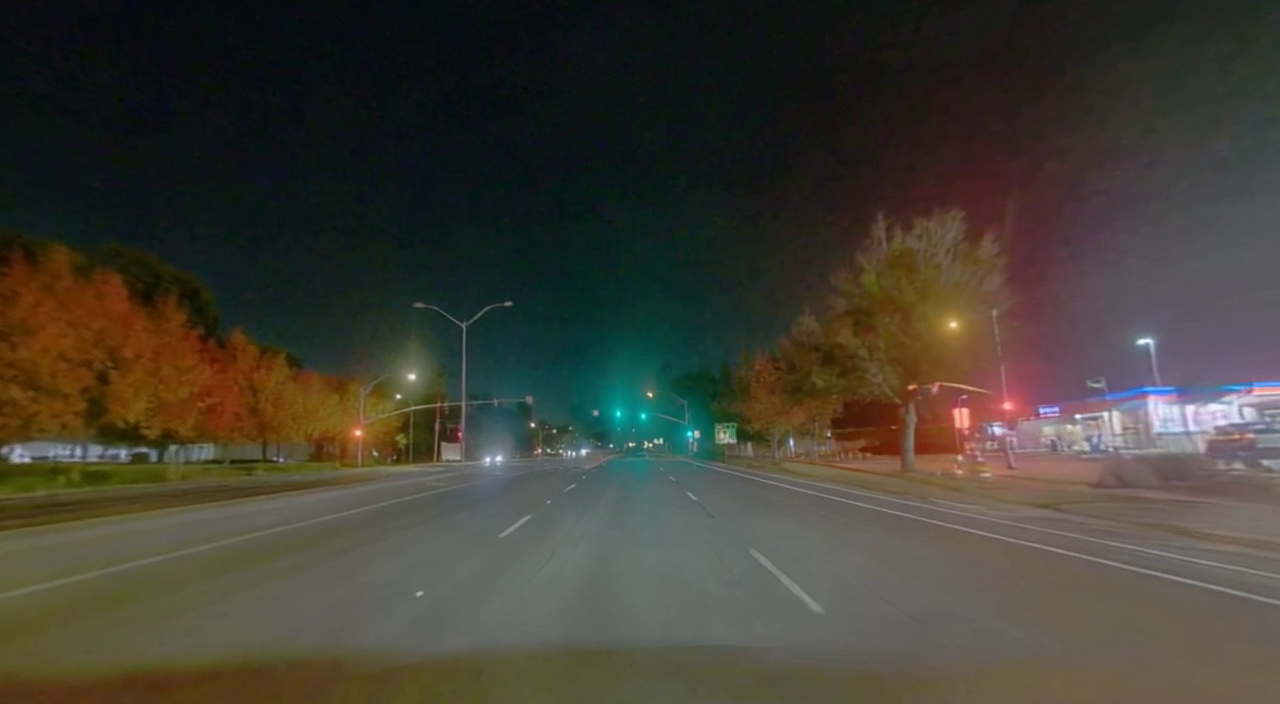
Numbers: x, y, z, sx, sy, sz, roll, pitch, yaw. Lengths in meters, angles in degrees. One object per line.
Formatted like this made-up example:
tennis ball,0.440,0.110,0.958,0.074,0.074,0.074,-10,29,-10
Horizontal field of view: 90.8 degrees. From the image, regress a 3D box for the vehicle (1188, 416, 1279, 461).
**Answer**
vehicle,20.909,2.885,21.093,3.526,1.430,1.698,0,-9,1
